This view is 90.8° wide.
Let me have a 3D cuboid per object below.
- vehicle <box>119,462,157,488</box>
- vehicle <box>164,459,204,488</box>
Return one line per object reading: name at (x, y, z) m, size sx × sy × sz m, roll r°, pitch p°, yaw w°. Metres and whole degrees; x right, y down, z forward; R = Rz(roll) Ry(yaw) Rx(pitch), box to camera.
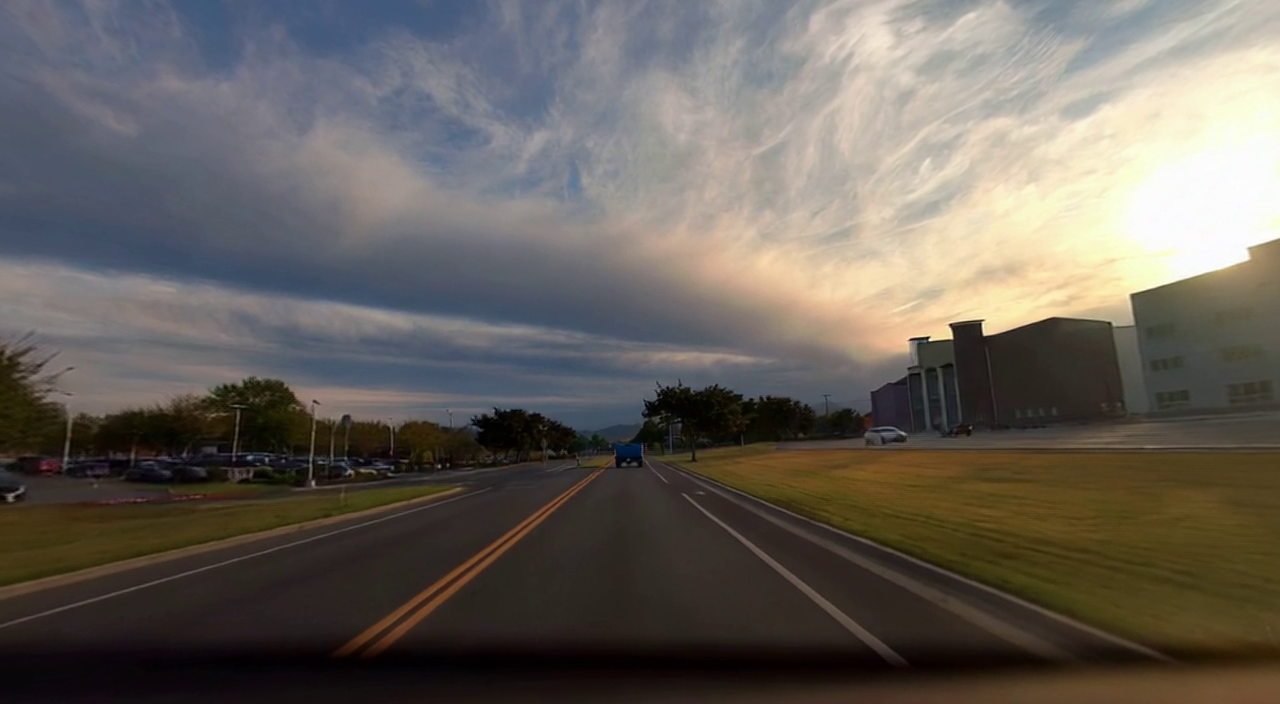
vehicle at (-37.900, 9.249, 47.640) m, size 2.047 × 1.746 × 4.461 m, roll 7°, pitch -11°, yaw -39°
vehicle at (-34.668, 9.196, 47.955) m, size 2.050 × 1.938 × 4.789 m, roll 7°, pitch -11°, yaw -38°
